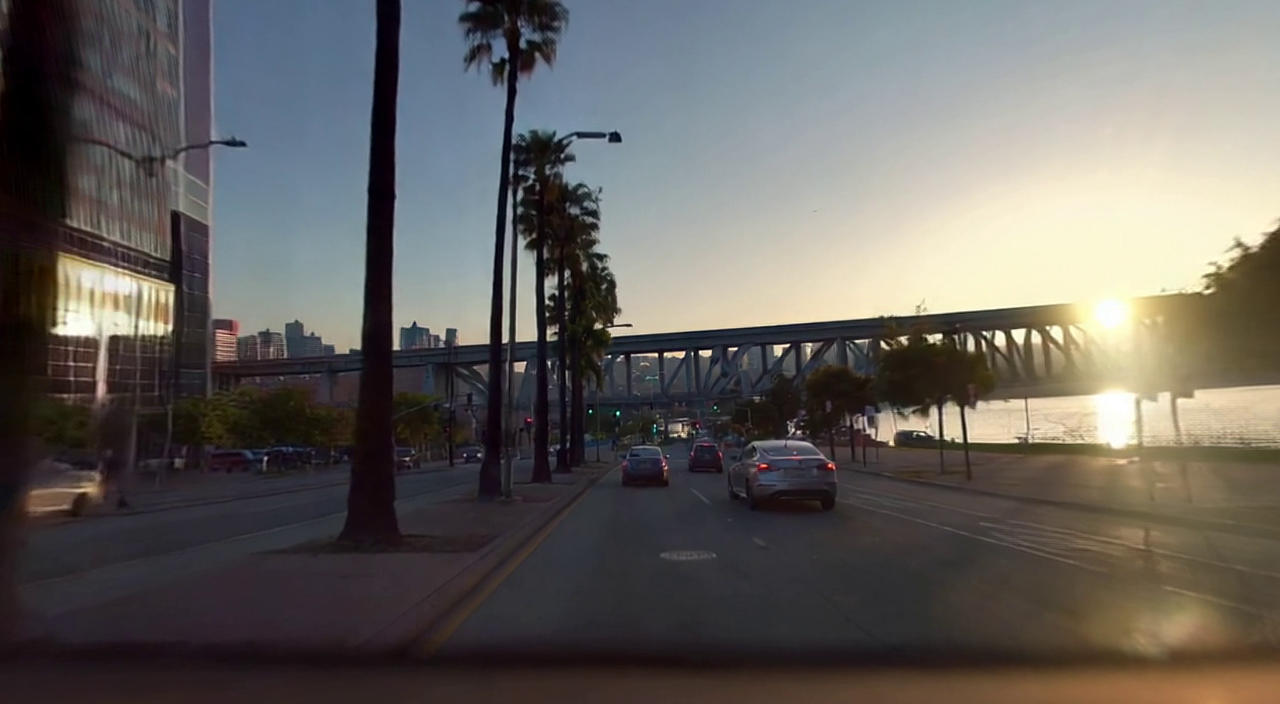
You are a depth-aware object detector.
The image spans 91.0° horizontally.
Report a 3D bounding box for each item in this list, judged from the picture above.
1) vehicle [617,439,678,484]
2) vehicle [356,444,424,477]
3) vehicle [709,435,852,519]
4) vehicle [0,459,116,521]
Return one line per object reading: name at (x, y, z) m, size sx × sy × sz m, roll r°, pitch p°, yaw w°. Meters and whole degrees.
vehicle at (0.335, 3.977, 23.169) m, size 2.077 × 1.518 × 3.760 m, roll -1°, pitch -8°, yaw 2°
vehicle at (-15.461, 6.698, 39.266) m, size 2.048 × 1.830 × 5.136 m, roll -1°, pitch -8°, yaw 1°
vehicle at (2.843, 2.651, 14.037) m, size 2.051 × 1.509 × 4.933 m, roll 0°, pitch -8°, yaw 0°
vehicle at (-18.198, 4.018, 18.618) m, size 1.887 × 1.569 × 4.014 m, roll 0°, pitch -8°, yaw 0°
